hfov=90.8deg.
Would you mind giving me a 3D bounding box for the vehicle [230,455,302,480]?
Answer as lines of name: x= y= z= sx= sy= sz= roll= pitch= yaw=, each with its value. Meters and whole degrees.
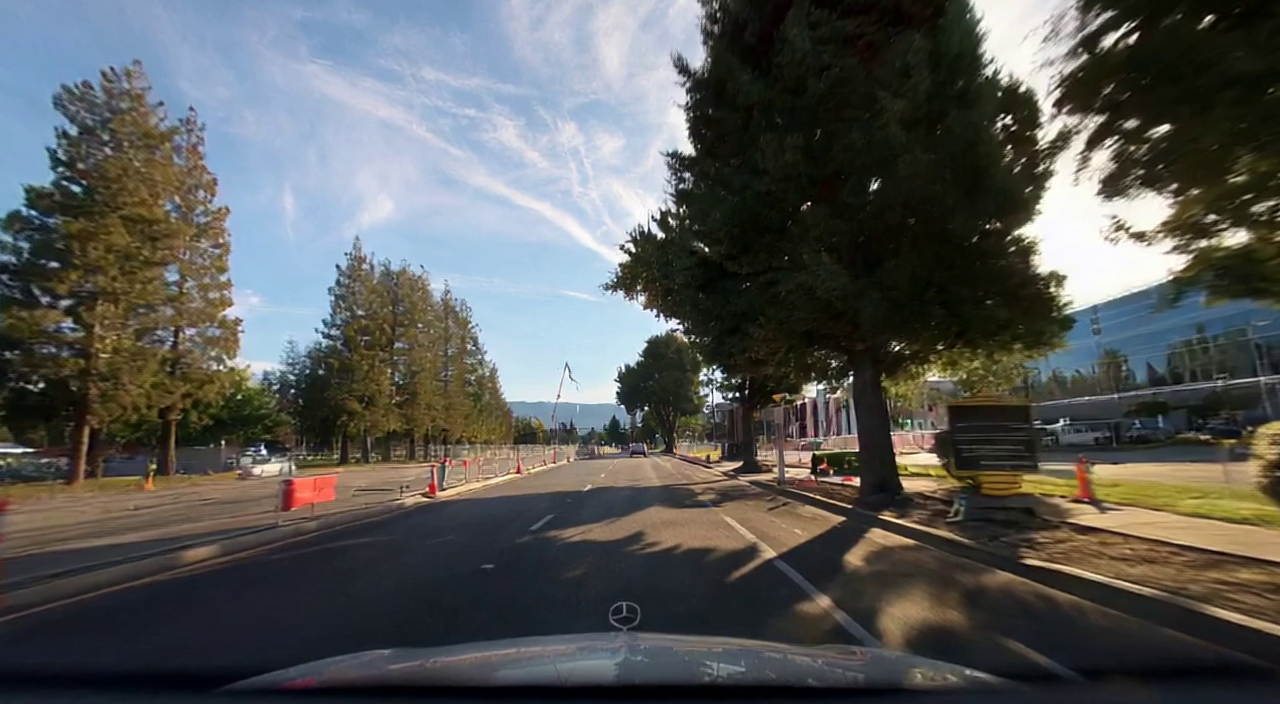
vehicle: x=-24.458 y=7.546 z=41.506 sx=1.850 sy=1.490 sz=4.725 roll=0 pitch=-8 yaw=0
